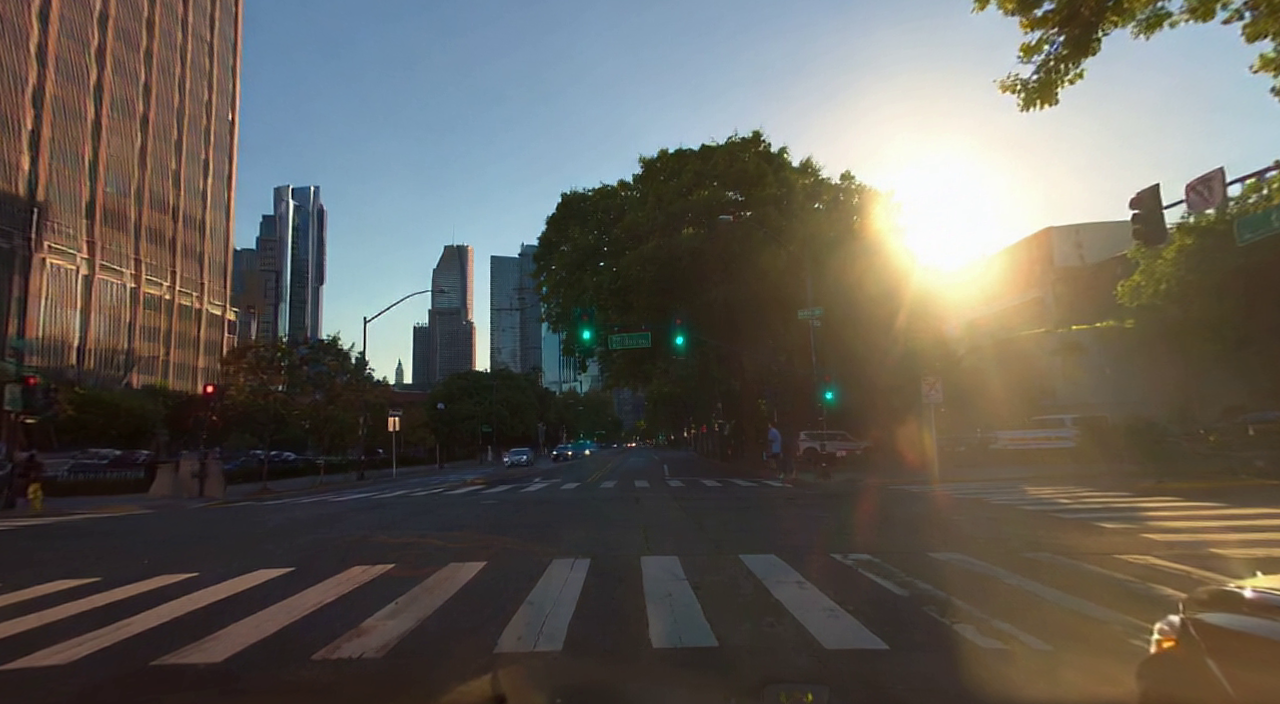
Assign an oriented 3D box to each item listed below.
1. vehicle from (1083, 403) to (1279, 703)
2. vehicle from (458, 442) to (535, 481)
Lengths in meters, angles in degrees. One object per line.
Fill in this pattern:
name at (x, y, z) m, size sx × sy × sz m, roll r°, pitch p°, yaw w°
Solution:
vehicle at (2.961, 0.675, 0.234) m, size 2.039 × 1.519 × 4.846 m, roll 0°, pitch -8°, yaw 0°
vehicle at (-5.880, 4.542, 26.473) m, size 2.127 × 1.473 × 4.428 m, roll 0°, pitch -8°, yaw 1°
